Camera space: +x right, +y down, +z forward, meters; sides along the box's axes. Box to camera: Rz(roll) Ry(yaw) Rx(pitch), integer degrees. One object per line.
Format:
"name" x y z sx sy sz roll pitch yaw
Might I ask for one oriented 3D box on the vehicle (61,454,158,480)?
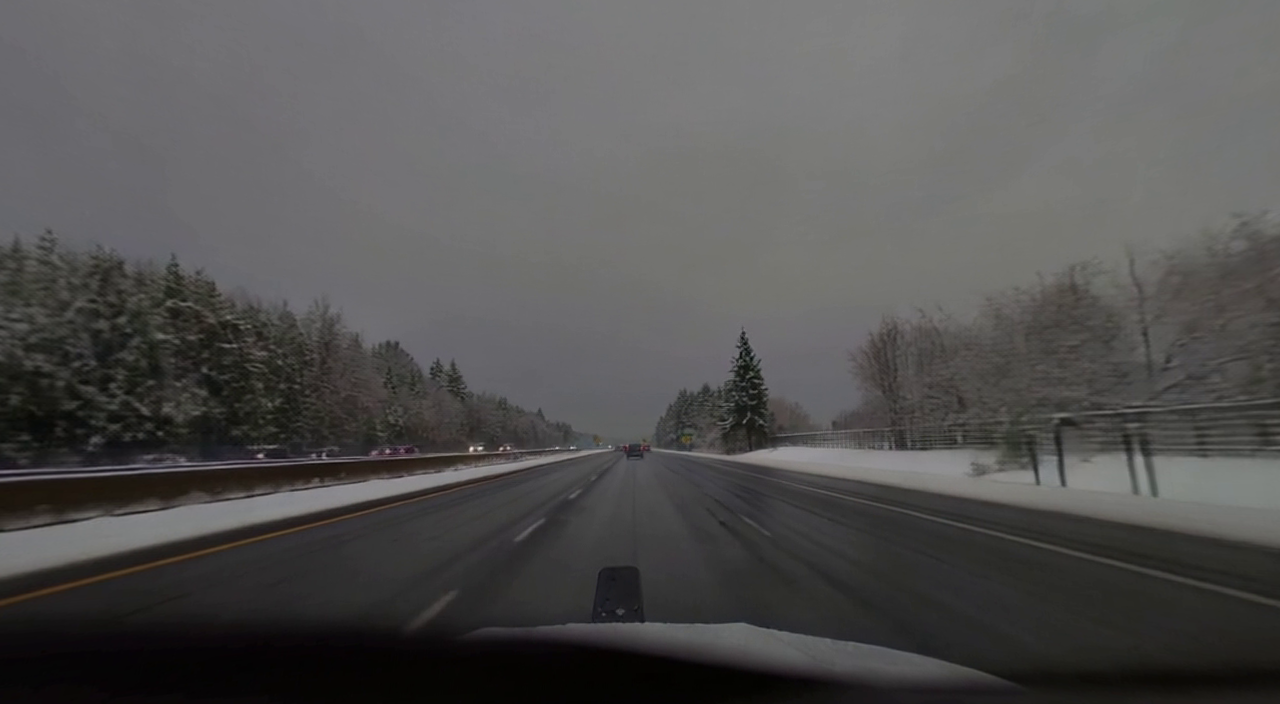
"vehicle" -32.700 7.079 39.123 1.825 1.464 4.853 0 -9 -1

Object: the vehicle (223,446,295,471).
"vehicle" -28.833 8.069 48.084 2.089 1.787 5.411 0 -9 0
